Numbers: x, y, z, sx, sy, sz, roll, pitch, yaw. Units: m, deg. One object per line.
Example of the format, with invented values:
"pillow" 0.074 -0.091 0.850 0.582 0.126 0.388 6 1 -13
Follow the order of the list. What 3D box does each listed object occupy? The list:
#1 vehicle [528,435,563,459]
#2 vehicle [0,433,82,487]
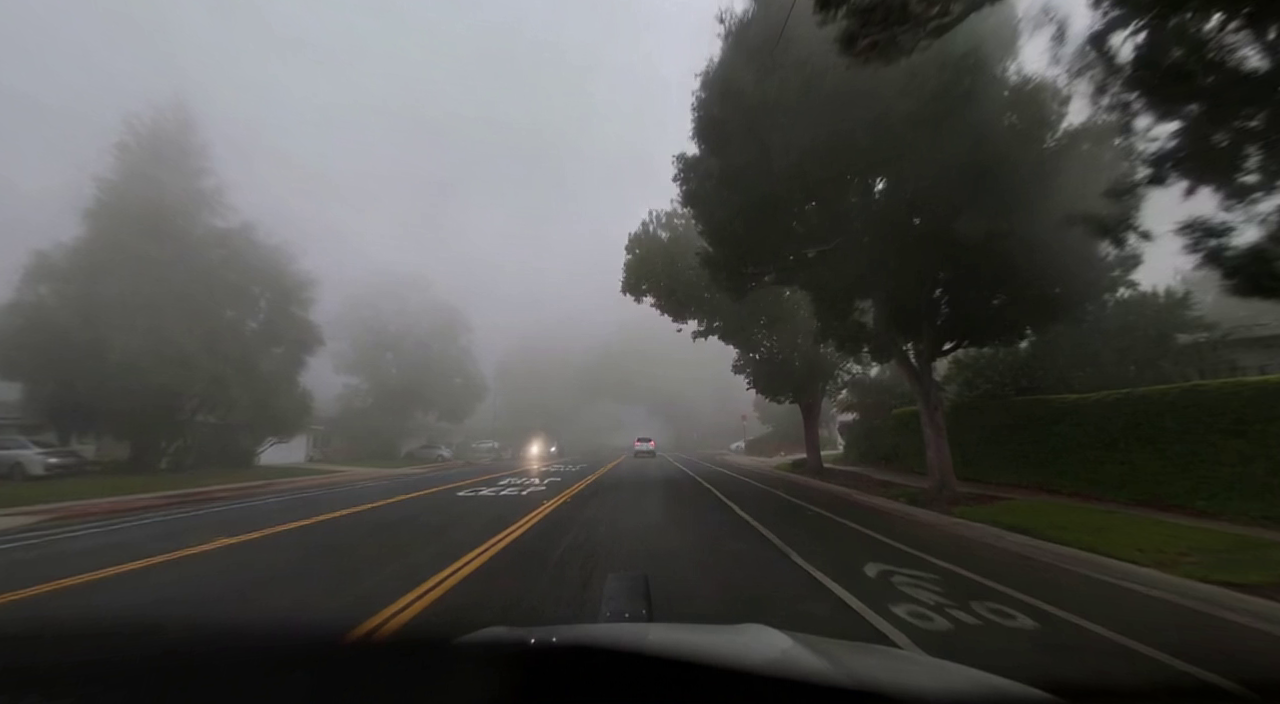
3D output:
"vehicle" -7.129 7.195 47.855 1.977 1.753 4.128 0 -8 1
"vehicle" -20.697 3.496 20.621 1.930 1.617 4.076 2 -9 -15
